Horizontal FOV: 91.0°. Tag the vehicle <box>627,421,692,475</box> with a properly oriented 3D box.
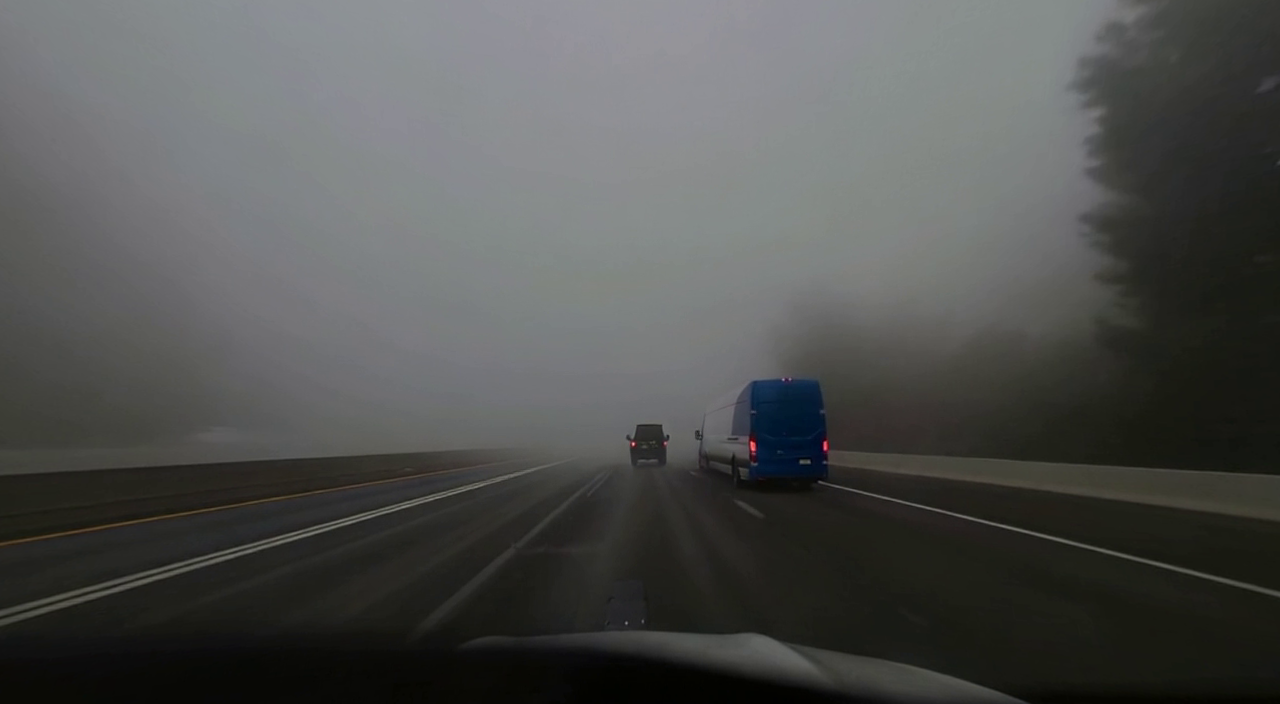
[{"bbox_3d":[0.742,3.965,26.292,2.469,2.027,4.554,0,-8,1],"label":"vehicle"}]

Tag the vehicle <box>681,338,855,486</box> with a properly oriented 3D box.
[{"bbox_3d":[4.179,2.857,26.307,3.892,4.216,16.830,0,-8,1],"label":"vehicle"}]
